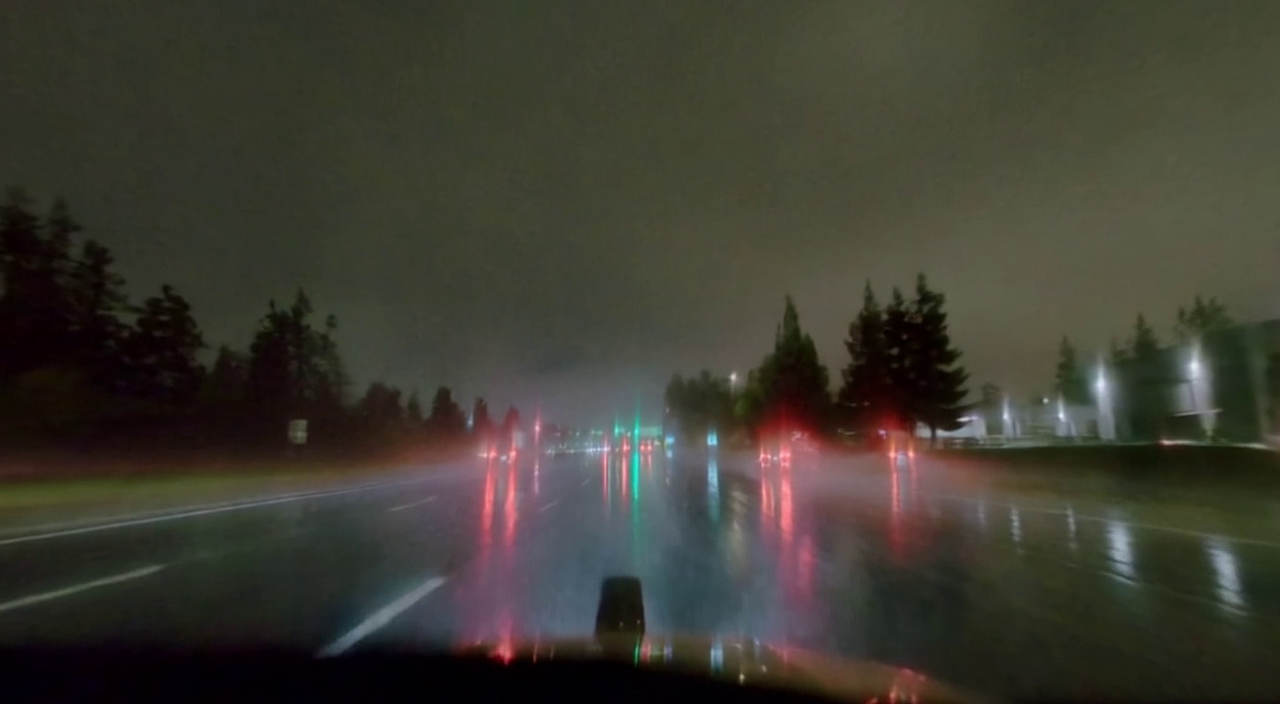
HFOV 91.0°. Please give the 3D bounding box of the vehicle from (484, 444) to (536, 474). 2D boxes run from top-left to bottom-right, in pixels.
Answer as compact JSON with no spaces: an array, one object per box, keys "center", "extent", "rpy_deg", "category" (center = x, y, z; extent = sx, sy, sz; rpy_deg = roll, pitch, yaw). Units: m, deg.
[{"center":[-7.120,5.903,34.934],"extent":[1.985,1.513,4.172],"rpy_deg":[0,-9,1],"category":"vehicle"}]
